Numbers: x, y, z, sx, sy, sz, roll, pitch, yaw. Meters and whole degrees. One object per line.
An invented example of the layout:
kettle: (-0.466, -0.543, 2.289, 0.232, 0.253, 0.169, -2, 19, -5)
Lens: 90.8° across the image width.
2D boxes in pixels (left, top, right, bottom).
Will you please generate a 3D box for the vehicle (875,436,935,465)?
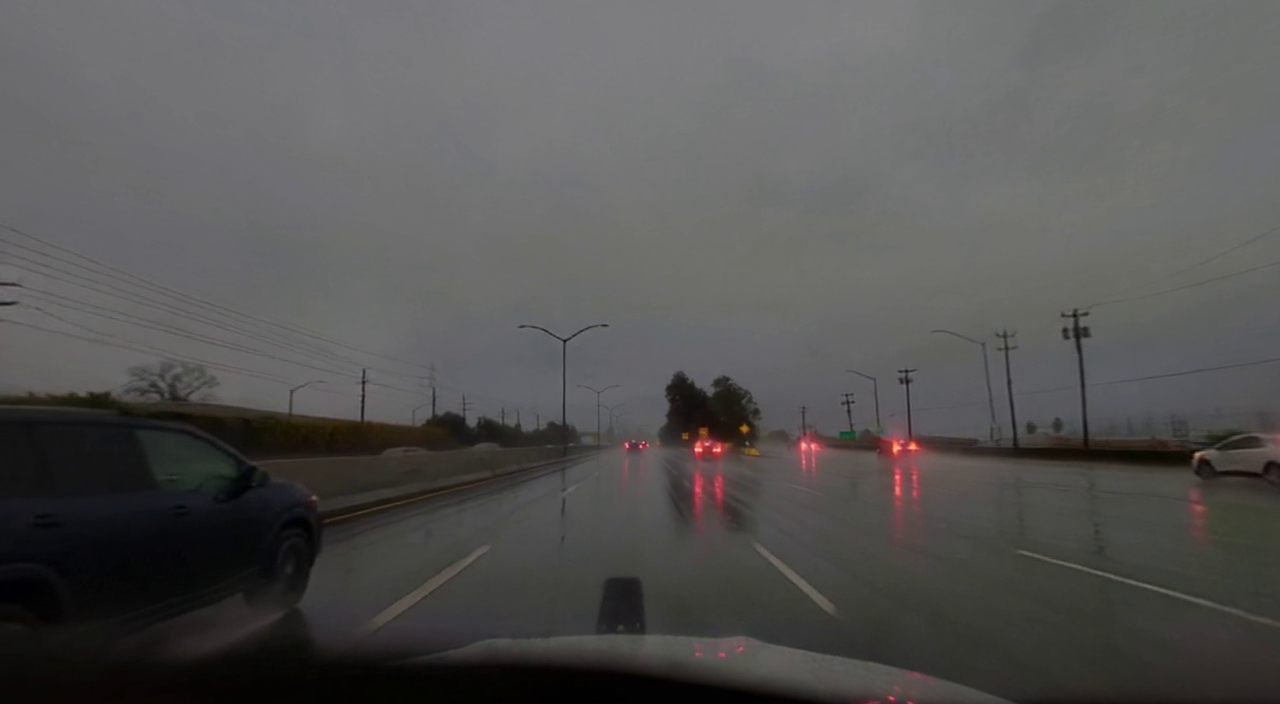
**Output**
vehicle: (17.366, 6.493, 41.685, 2.070, 1.782, 5.006, -1, -8, 4)

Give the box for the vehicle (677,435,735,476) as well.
vehicle: (2.847, 4.571, 28.153, 1.997, 1.638, 4.281, 0, -8, -1)

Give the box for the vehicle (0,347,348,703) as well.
vehicle: (-3.574, 0.924, 3.094, 2.099, 1.682, 4.590, 0, -8, 0)
